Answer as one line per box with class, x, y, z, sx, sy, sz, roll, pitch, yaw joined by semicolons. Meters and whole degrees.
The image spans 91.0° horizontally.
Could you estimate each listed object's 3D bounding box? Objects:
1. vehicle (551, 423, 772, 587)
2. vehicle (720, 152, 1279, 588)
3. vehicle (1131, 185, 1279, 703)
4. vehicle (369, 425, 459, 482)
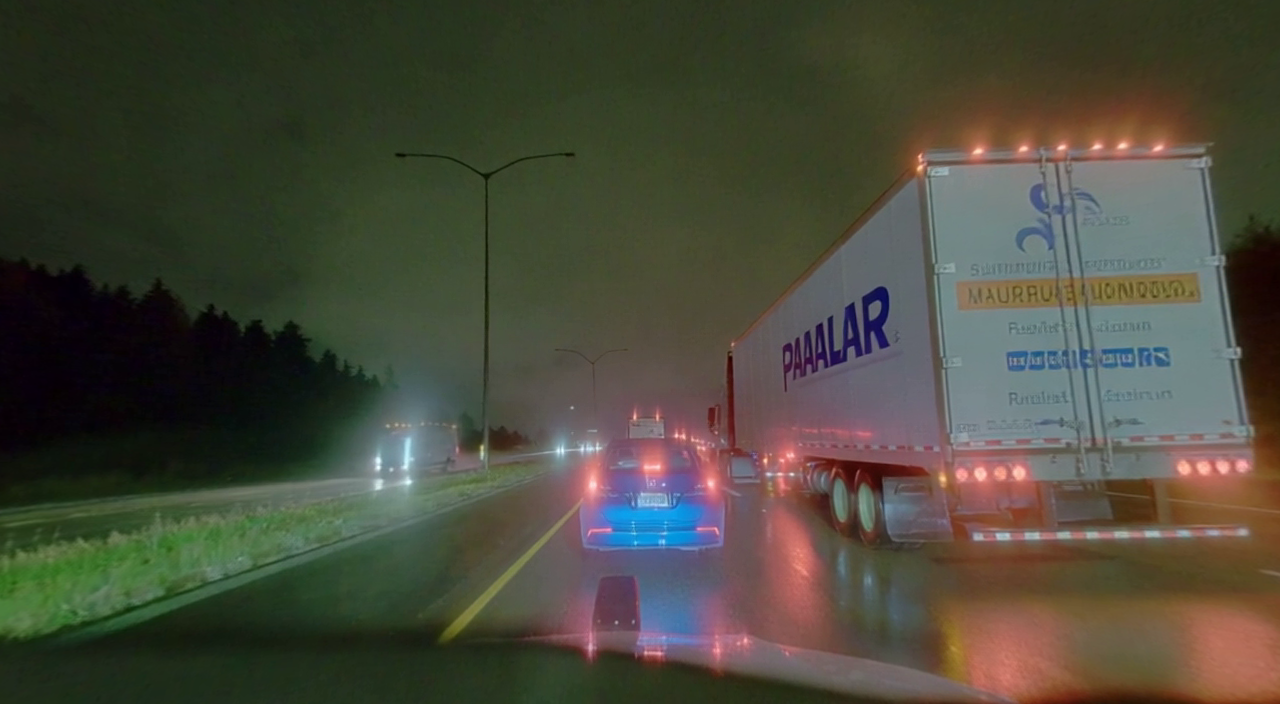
vehicle;0.182;1.679;7.714;2.045;1.490;3.597;-1;-8;0
vehicle;4.198;1.062;12.966;2.827;4.081;14.305;0;-8;-1
vehicle;4.734;0.112;0.654;2.892;2.615;6.650;0;-8;-2
vehicle;-12.302;5.540;34.897;2.524;2.800;6.564;-1;-8;0
